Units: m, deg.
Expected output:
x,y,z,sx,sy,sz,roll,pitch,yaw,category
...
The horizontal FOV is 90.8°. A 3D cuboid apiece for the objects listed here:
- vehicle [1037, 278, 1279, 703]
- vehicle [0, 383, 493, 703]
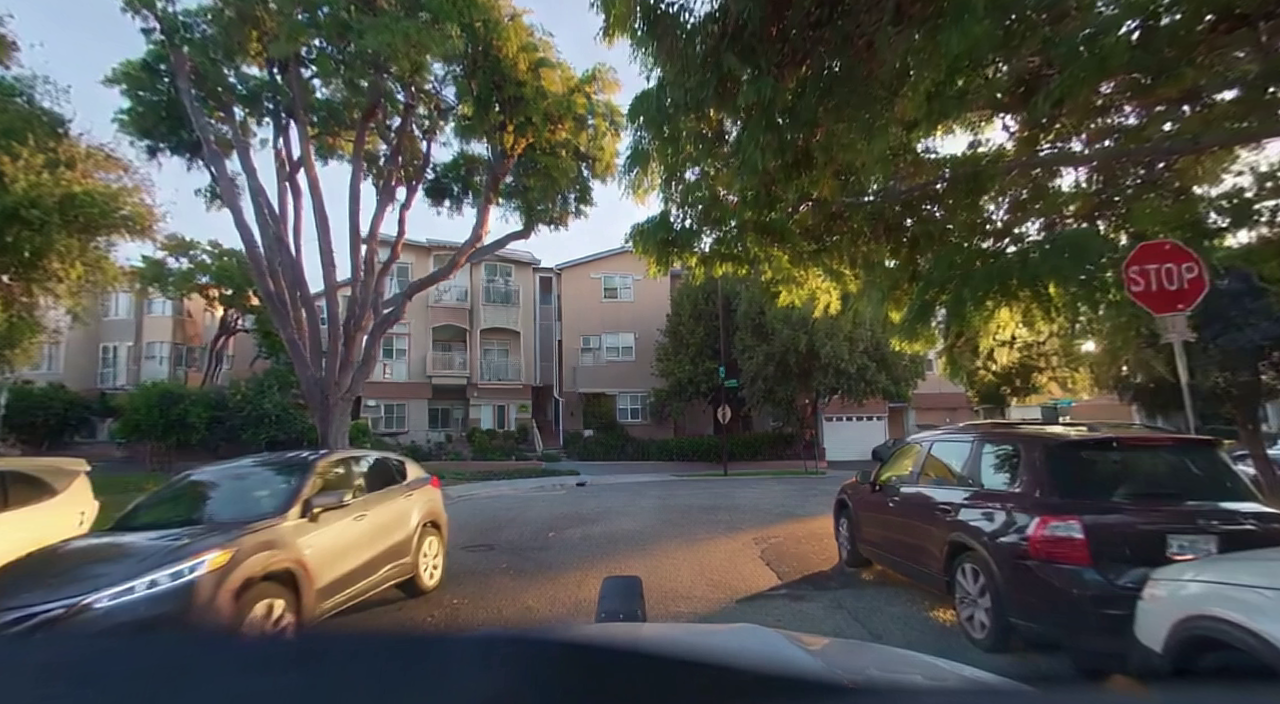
x,y,z,sx,sy,sz,roll,pitch,yaw,category
2.963,0.459,0.249,2.034,1.800,5.178,0,-8,-3,vehicle
-2.785,1.204,4.249,2.210,1.516,4.804,0,-8,3,vehicle
